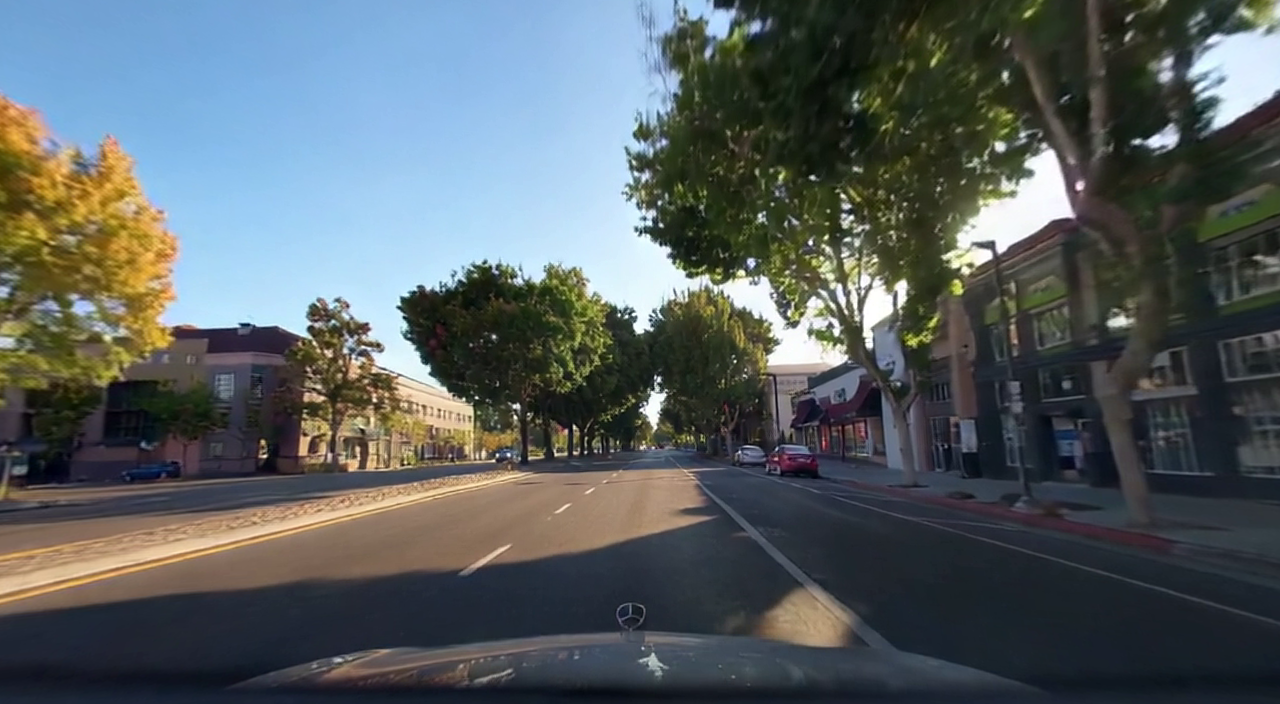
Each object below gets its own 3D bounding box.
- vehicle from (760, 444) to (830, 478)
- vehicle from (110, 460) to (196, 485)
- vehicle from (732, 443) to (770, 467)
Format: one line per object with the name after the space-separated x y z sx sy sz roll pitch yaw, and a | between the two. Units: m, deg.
7.382 5.210 30.593 2.119 1.458 4.965 1 -8 0 | vehicle
-34.806 8.625 45.147 4.405 1.458 1.990 -2 -9 -4 | vehicle
7.666 7.151 44.043 1.923 1.498 4.676 1 -8 2 | vehicle
